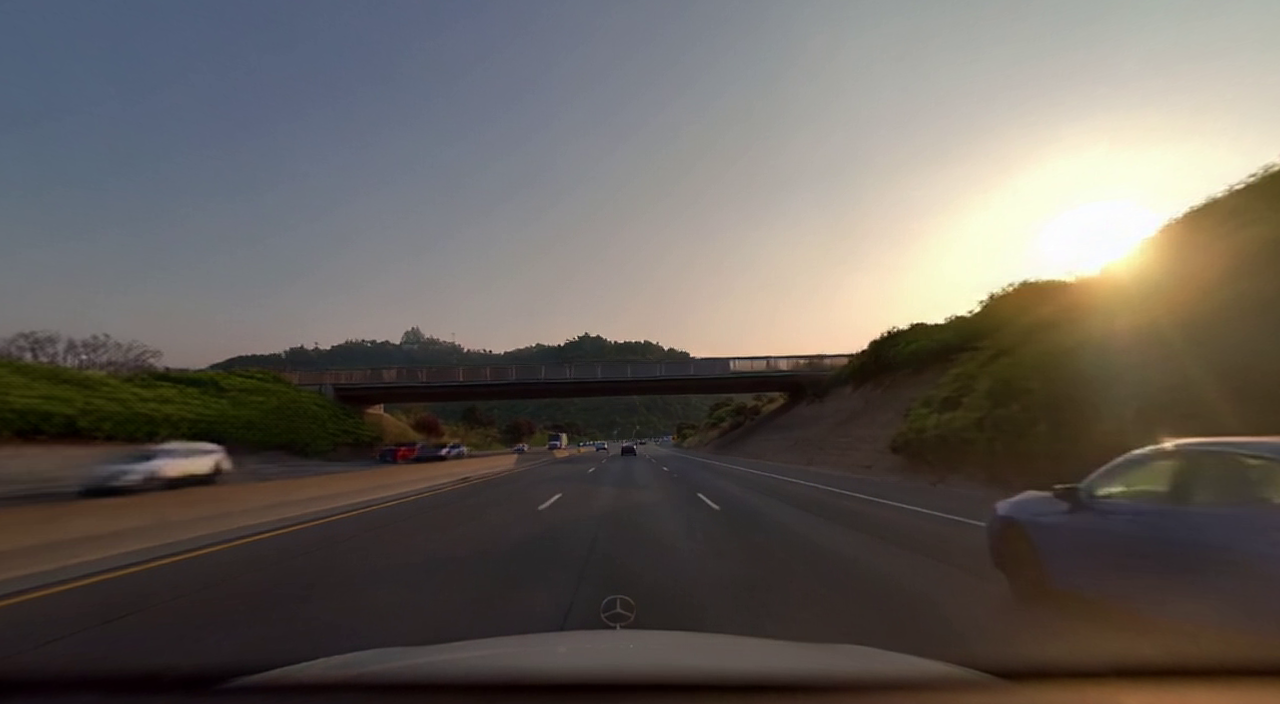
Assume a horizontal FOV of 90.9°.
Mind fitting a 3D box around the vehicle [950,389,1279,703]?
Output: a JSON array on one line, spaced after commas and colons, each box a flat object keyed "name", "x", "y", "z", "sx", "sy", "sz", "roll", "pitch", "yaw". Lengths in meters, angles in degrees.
[{"name": "vehicle", "x": 3.680, "y": 0.980, "z": 3.087, "sx": 2.079, "sy": 1.515, "sz": 4.196, "roll": 0, "pitch": -8, "yaw": -2}]
